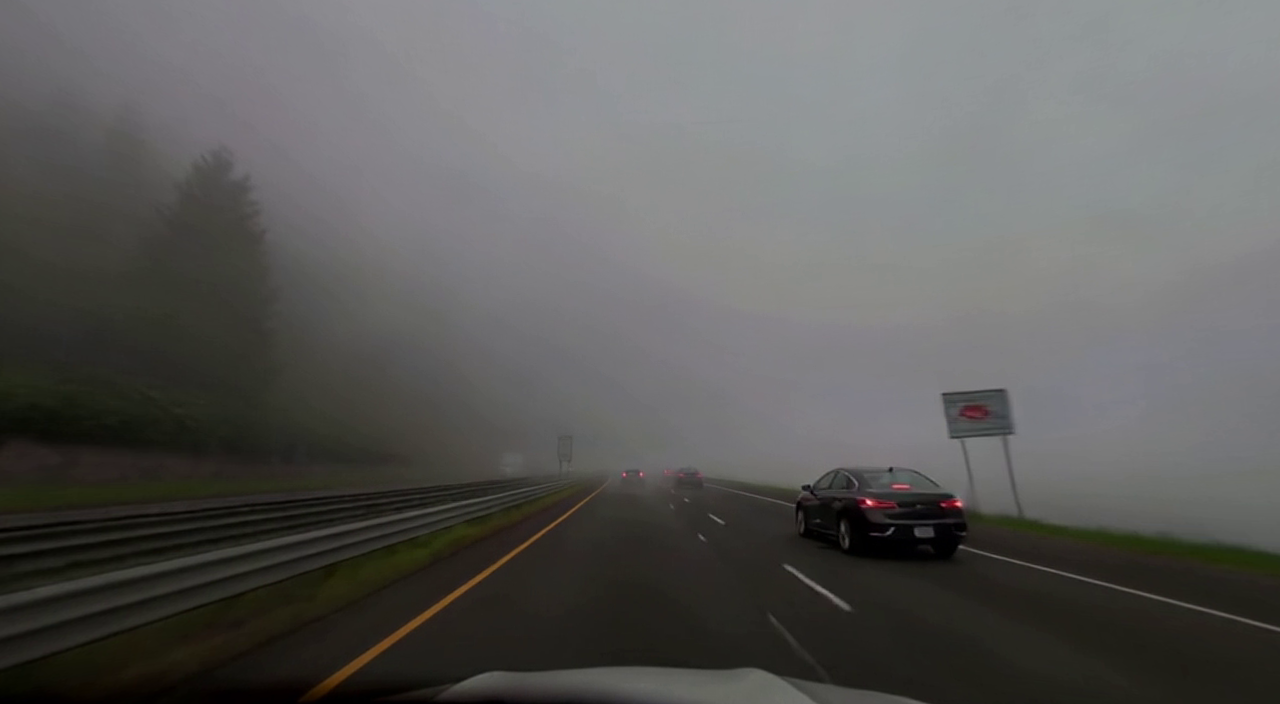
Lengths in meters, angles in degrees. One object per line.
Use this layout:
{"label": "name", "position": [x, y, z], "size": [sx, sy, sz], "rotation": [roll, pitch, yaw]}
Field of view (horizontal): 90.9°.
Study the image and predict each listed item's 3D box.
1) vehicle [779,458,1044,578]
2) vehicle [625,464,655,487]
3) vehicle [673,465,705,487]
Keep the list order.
{"label": "vehicle", "position": [3.871, 2.492, 10.222], "size": [2.018, 1.426, 4.941], "rotation": [1, -10, -1]}
{"label": "vehicle", "position": [-0.008, 8.514, 43.437], "size": [1.980, 1.483, 3.865], "rotation": [1, -10, 0]}
{"label": "vehicle", "position": [3.549, 9.033, 45.976], "size": [1.976, 1.467, 3.783], "rotation": [1, -10, -1]}
